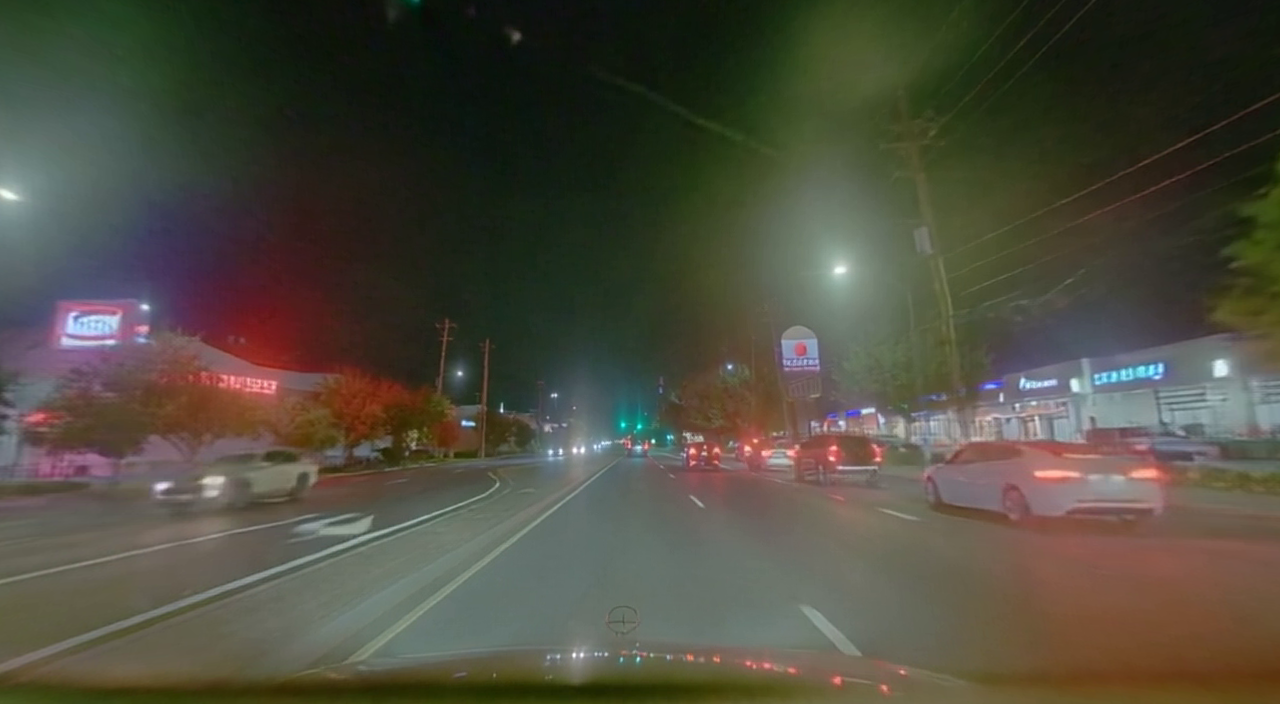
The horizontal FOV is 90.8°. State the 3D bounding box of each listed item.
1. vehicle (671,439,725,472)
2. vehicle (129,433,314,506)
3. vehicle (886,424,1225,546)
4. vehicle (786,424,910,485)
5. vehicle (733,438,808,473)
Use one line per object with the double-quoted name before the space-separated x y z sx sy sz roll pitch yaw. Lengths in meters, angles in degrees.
"vehicle" 2.715 4.963 30.588 2.099 1.463 4.365 0 -8 -1
"vehicle" -11.755 3.293 18.278 2.102 1.793 4.694 0 -8 0
"vehicle" 6.113 1.998 10.318 2.150 1.485 4.919 0 -8 -1
"vehicle" 6.873 3.447 21.596 2.268 1.822 5.038 0 -8 -3
"vehicle" 6.024 4.813 29.814 2.072 1.491 4.753 1 -8 -6
